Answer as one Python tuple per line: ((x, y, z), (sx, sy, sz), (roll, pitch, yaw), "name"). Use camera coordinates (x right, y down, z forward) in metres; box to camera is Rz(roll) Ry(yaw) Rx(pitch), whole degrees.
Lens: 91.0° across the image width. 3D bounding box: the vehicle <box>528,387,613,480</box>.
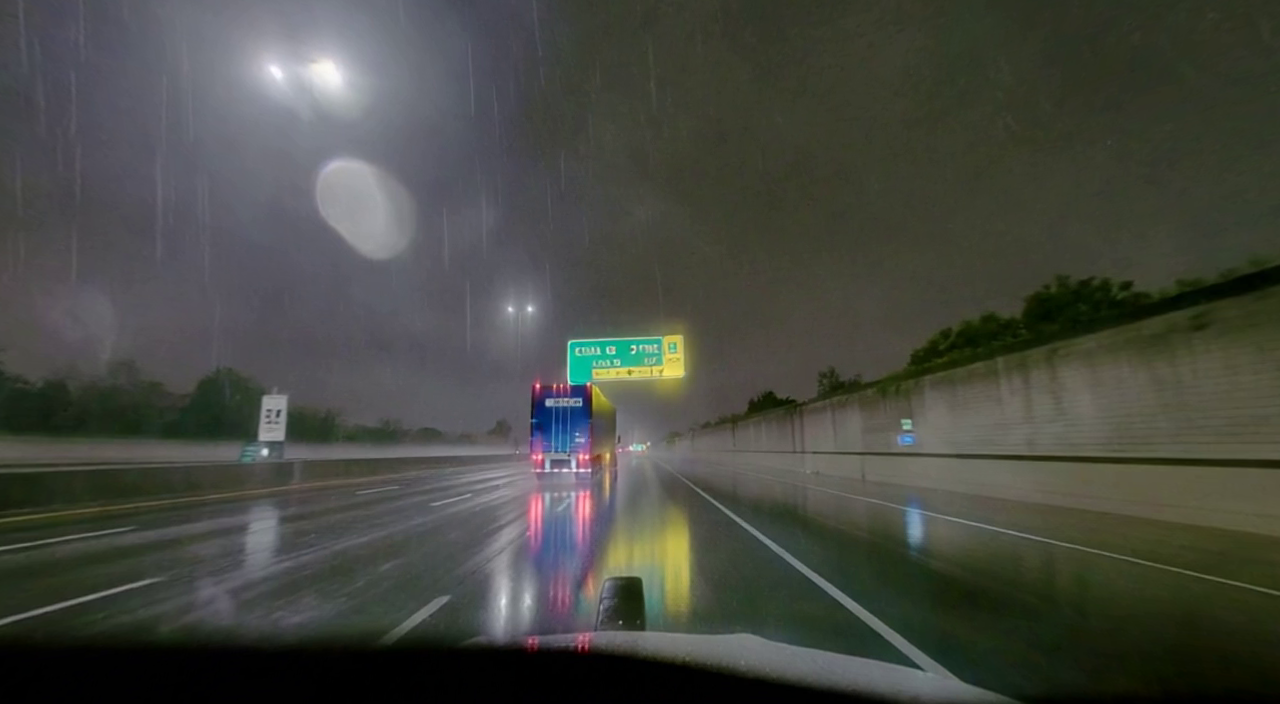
((-3.220, 4.336, 32.596), (3.059, 3.956, 11.036), (0, -9, 0), "vehicle")
